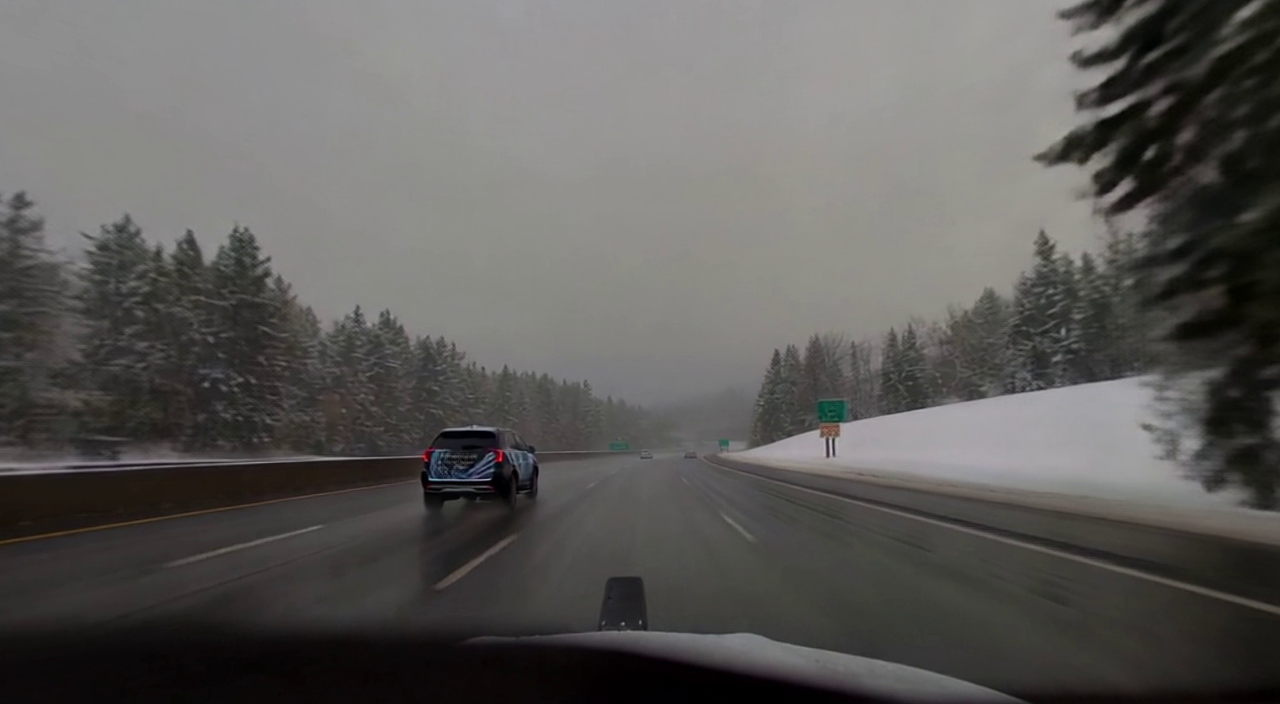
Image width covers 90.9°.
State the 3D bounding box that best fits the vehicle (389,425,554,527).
[{"bbox_3d":[-3.359,2.587,13.779,2.183,1.803,4.685,-1,-8,2],"label":"vehicle"}]
